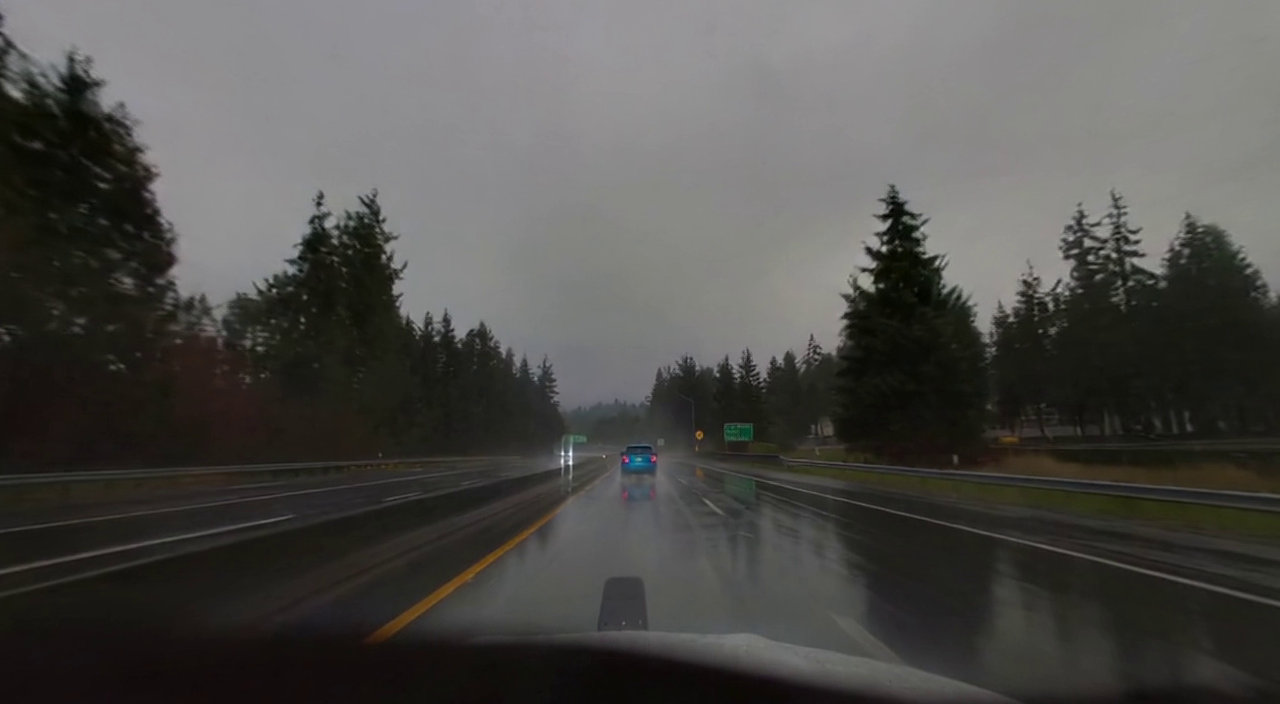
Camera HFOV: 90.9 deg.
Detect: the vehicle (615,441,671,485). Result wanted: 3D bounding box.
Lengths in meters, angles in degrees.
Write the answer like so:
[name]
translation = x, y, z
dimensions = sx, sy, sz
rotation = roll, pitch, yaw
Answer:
[vehicle]
translation = 0.147, 4.680, 26.825
dimensions = 2.190, 1.706, 4.062
rotation = 0, -9, 1
